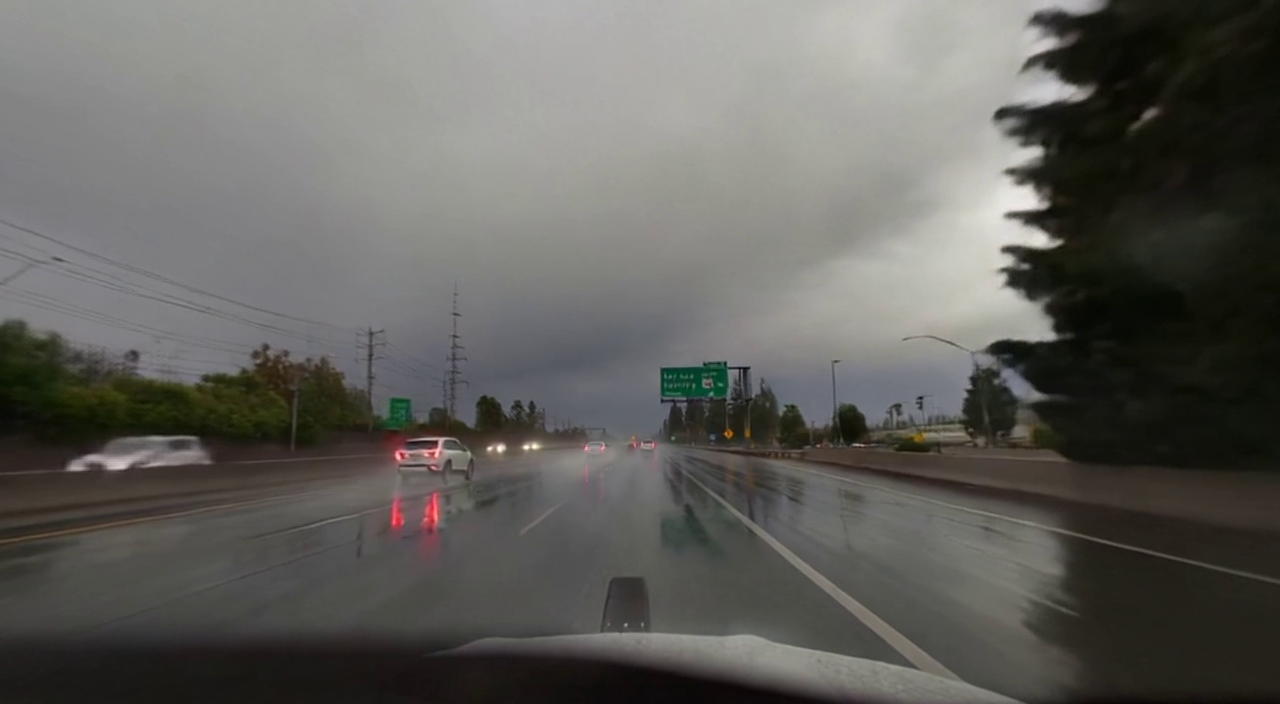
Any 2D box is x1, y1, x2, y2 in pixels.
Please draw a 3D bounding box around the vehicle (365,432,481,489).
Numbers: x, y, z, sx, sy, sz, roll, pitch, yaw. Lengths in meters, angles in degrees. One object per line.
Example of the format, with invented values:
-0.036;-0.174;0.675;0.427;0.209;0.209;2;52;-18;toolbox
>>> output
-7.153;3.641;21.417;2.118;1.696;4.836;0;-9;1;vehicle
